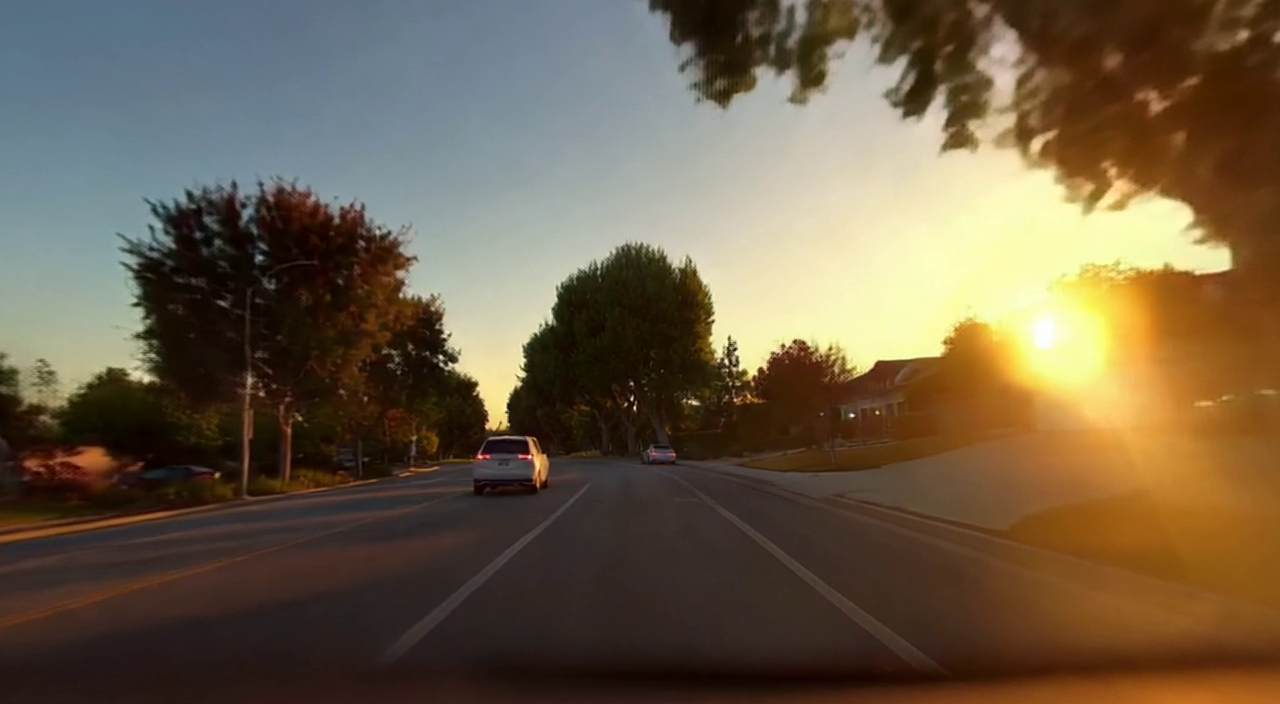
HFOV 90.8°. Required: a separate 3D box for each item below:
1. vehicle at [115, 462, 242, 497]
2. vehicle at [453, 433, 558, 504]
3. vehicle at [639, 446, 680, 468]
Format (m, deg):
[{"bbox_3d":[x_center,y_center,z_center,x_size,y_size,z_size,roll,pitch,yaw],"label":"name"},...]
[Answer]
[{"bbox_3d":[-22.016,6.065,30.283,4.525,1.455,1.821,0,-8,-5],"label":"vehicle"},{"bbox_3d":[-3.771,3.335,18.565,2.175,1.772,4.442,-1,-8,-1],"label":"vehicle"},{"bbox_3d":[1.336,7.475,45.242,1.928,1.447,4.386,1,-8,-12],"label":"vehicle"}]
